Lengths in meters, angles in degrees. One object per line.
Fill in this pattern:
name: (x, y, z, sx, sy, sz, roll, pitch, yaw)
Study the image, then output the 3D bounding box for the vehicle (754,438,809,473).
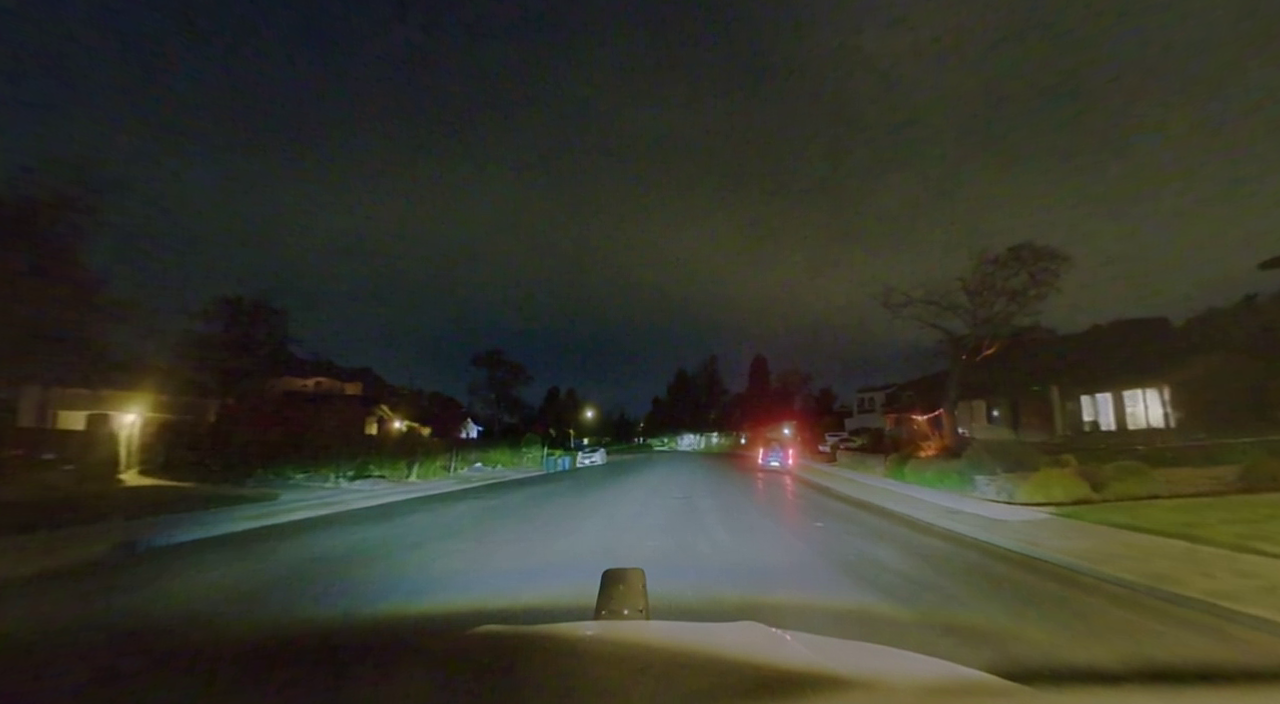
vehicle: (6.642, 4.901, 30.015, 2.129, 1.490, 4.369, -1, -9, 7)

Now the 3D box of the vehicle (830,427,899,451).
vehicle: (16.646, 6.467, 46.820, 4.403, 1.662, 1.882, 0, -8, -1)
